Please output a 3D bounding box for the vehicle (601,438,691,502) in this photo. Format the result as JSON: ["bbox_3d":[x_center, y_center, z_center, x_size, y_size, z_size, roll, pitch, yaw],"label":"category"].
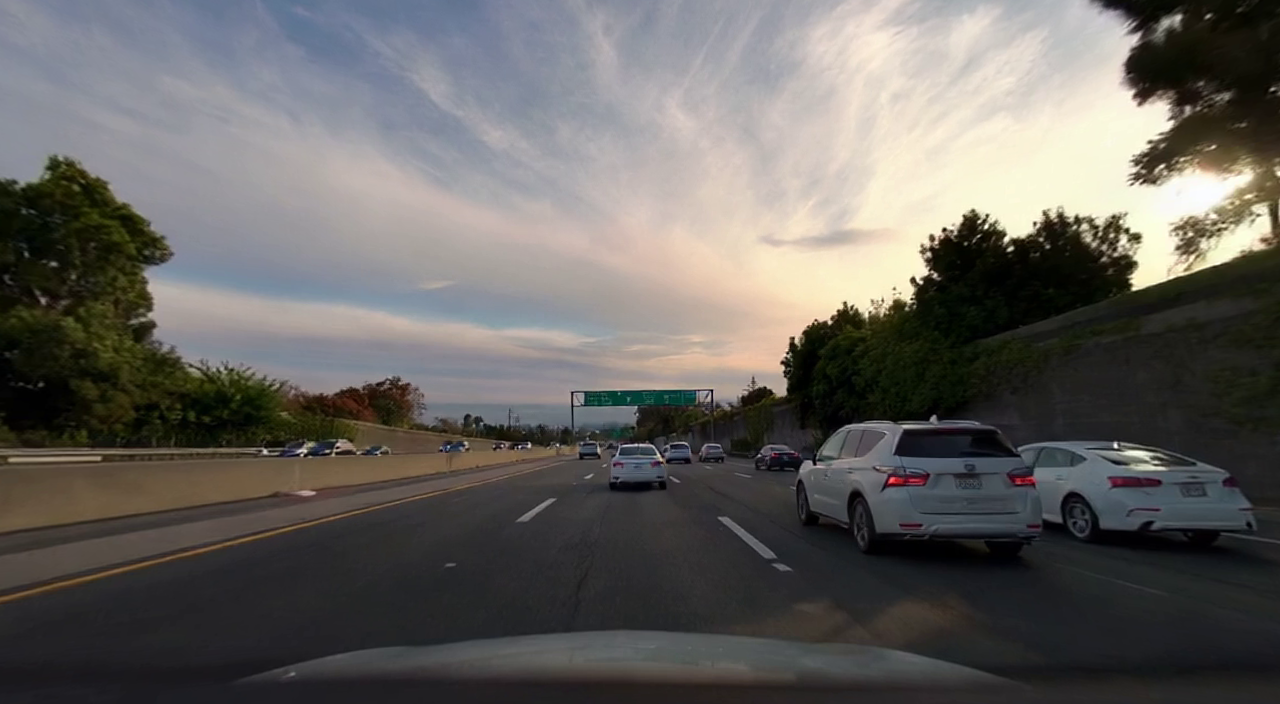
[{"bbox_3d":[0.104,3.053,16.784,2.098,1.475,3.997,0,-9,-1],"label":"vehicle"}]

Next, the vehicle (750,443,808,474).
[{"bbox_3d":[6.943,5.343,32.015,1.839,1.441,4.241,0,-9,-2],"label":"vehicle"}]

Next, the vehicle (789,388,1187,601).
[{"bbox_3d":[3.525,1.560,7.795,2.162,1.800,4.693,0,-9,-1],"label":"vehicle"}]

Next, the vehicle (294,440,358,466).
[{"bbox_3d":[-21.465,6.907,43.407,2.155,1.701,4.530,0,-9,-2],"label":"vehicle"}]
